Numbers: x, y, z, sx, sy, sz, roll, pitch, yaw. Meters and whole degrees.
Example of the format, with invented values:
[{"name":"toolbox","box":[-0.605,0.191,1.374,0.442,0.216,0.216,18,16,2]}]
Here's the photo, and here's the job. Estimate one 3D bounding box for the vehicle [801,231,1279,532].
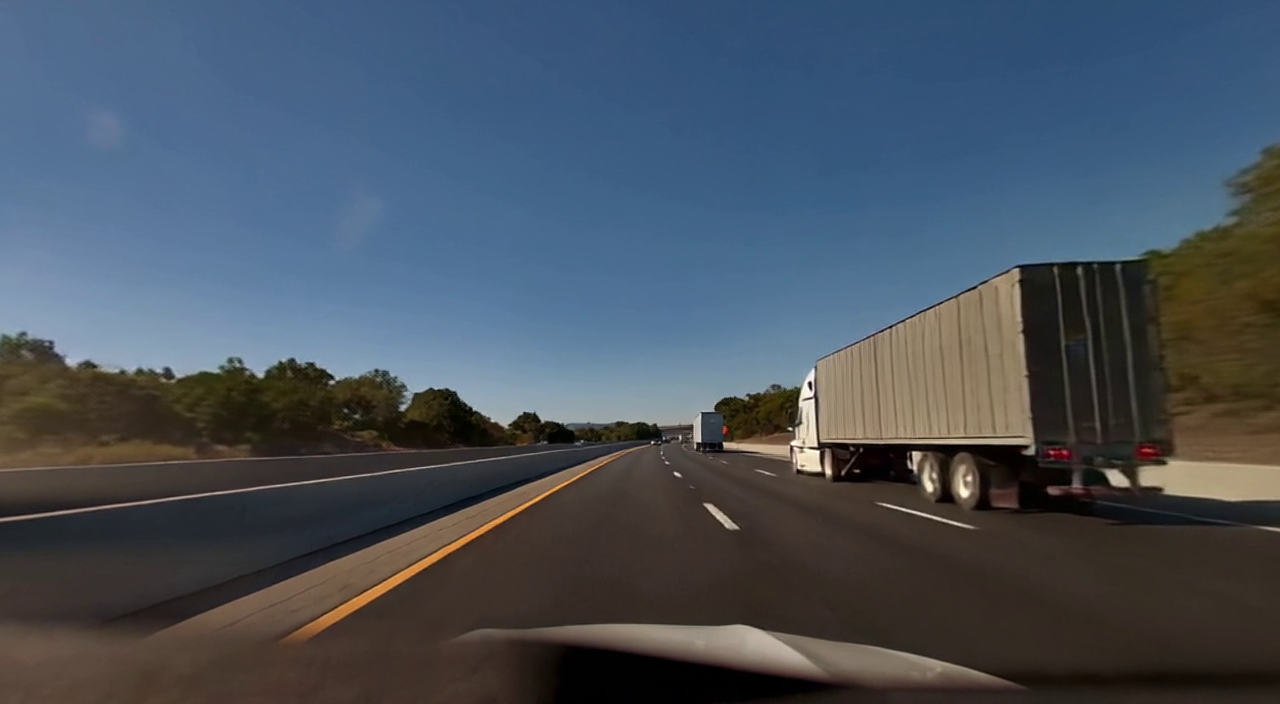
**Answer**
[{"name":"vehicle","box":[7.252,1.315,15.446,2.885,4.075,13.981,0,-8,0]}]
